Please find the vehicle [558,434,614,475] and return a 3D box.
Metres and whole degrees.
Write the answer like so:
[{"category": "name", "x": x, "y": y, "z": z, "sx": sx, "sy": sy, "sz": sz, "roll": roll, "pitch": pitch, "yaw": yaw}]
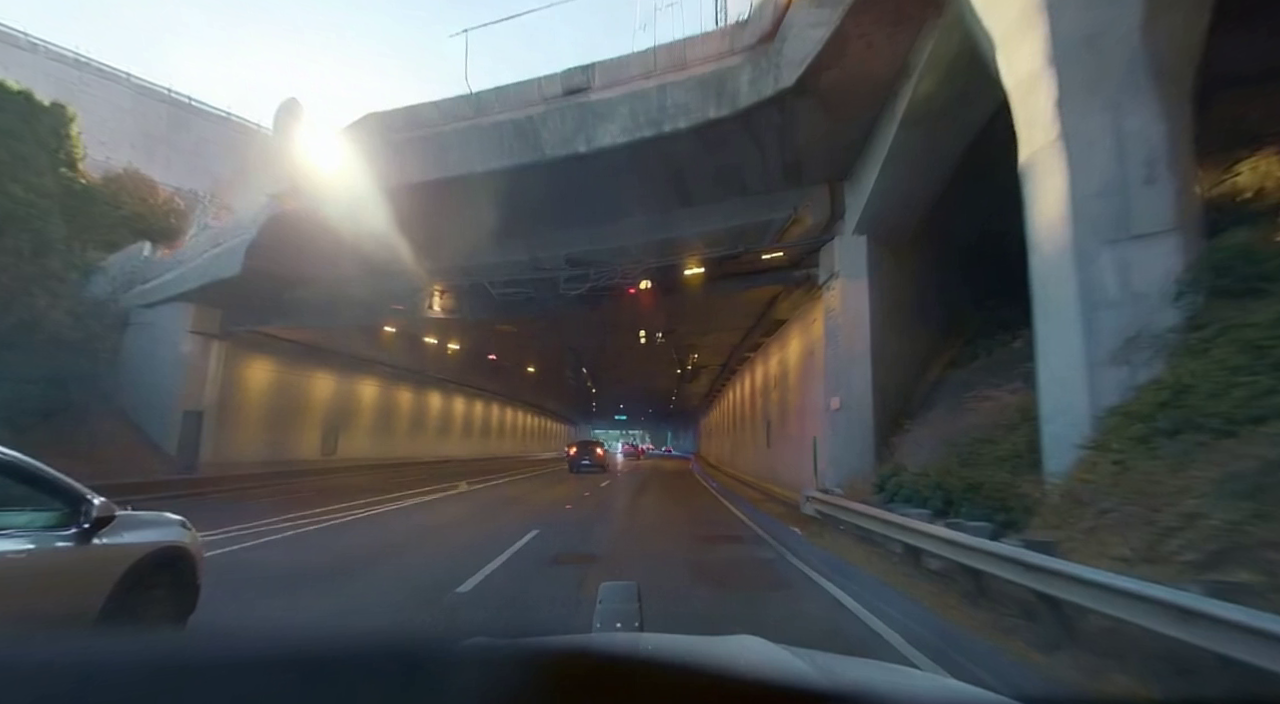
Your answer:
[{"category": "vehicle", "x": -2.369, "y": 4.650, "z": 28.763, "sx": 1.961, "sy": 1.725, "sz": 4.315, "roll": -1, "pitch": -9, "yaw": 3}]
